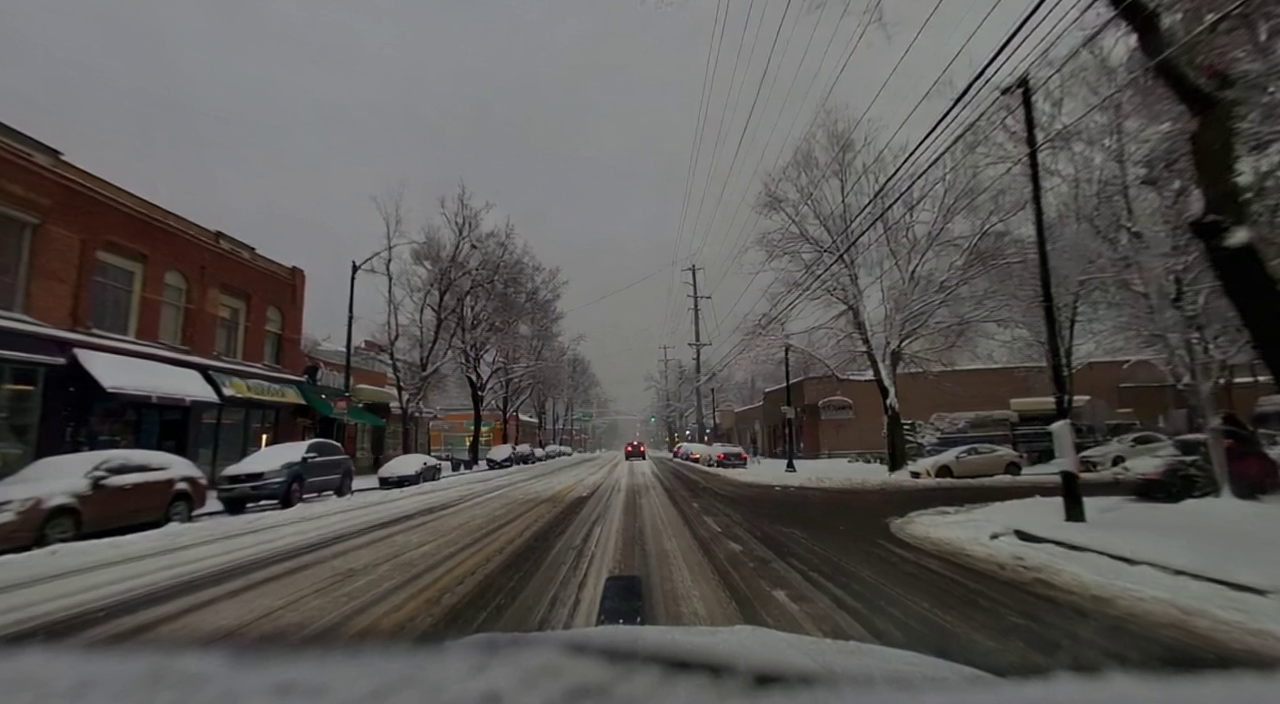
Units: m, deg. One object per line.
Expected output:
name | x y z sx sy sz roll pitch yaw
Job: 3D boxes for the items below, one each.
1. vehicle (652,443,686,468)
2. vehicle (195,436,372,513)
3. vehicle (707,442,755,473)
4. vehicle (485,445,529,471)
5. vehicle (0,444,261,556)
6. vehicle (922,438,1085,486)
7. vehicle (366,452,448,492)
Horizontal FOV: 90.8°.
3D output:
vehicle | 1.915 7.008 43.064 1.998 1.580 4.015 0 -8 -2
vehicle | -9.703 3.339 17.842 2.037 1.826 4.987 0 -8 1
vehicle | 5.474 6.398 38.654 2.042 1.787 5.110 0 -8 -1
vehicle | -10.066 8.032 48.344 2.081 1.819 5.607 0 -8 1
vehicle | -9.683 2.568 11.914 2.025 1.555 5.138 0 -8 -2
vehicle | 13.035 3.964 22.888 4.563 1.633 2.144 0 -8 -1
vehicle | -9.863 5.079 27.233 1.802 1.397 5.226 0 -8 -3
